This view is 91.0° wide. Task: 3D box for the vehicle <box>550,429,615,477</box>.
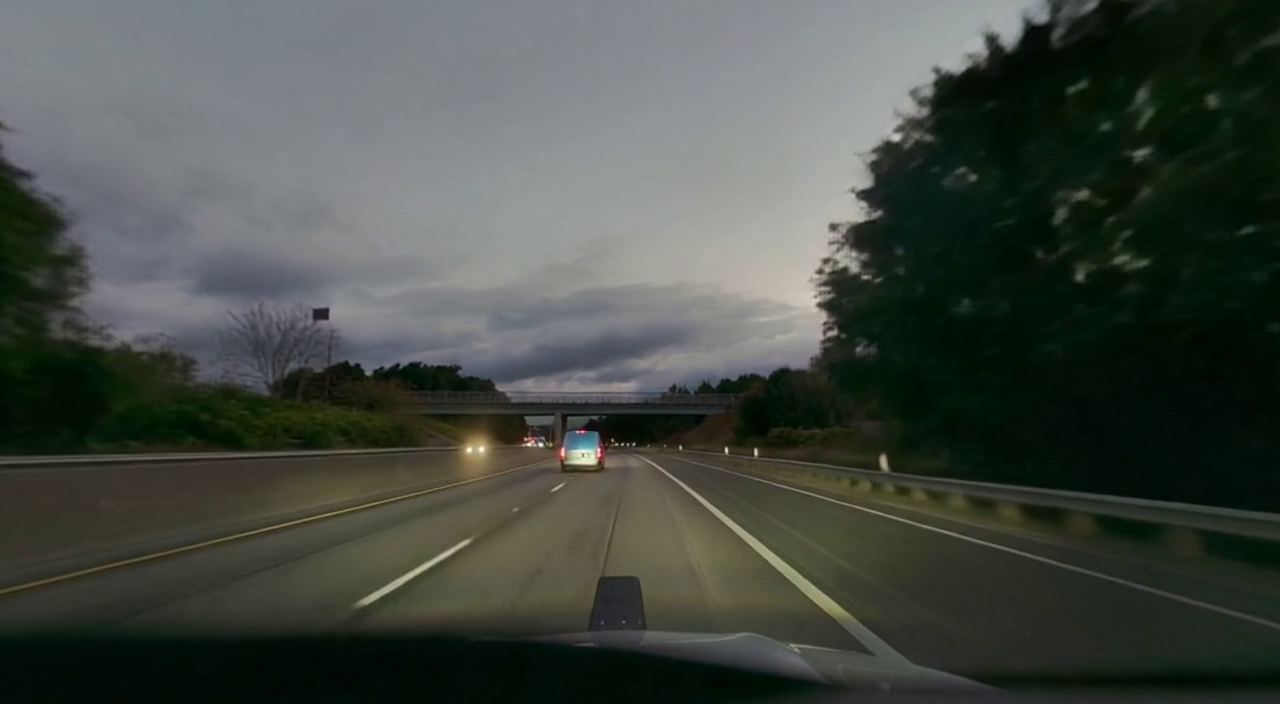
[{"bbox_3d":[-2.388,4.403,27.591,2.372,1.891,5.061,0,-8,0],"label":"vehicle"}]
